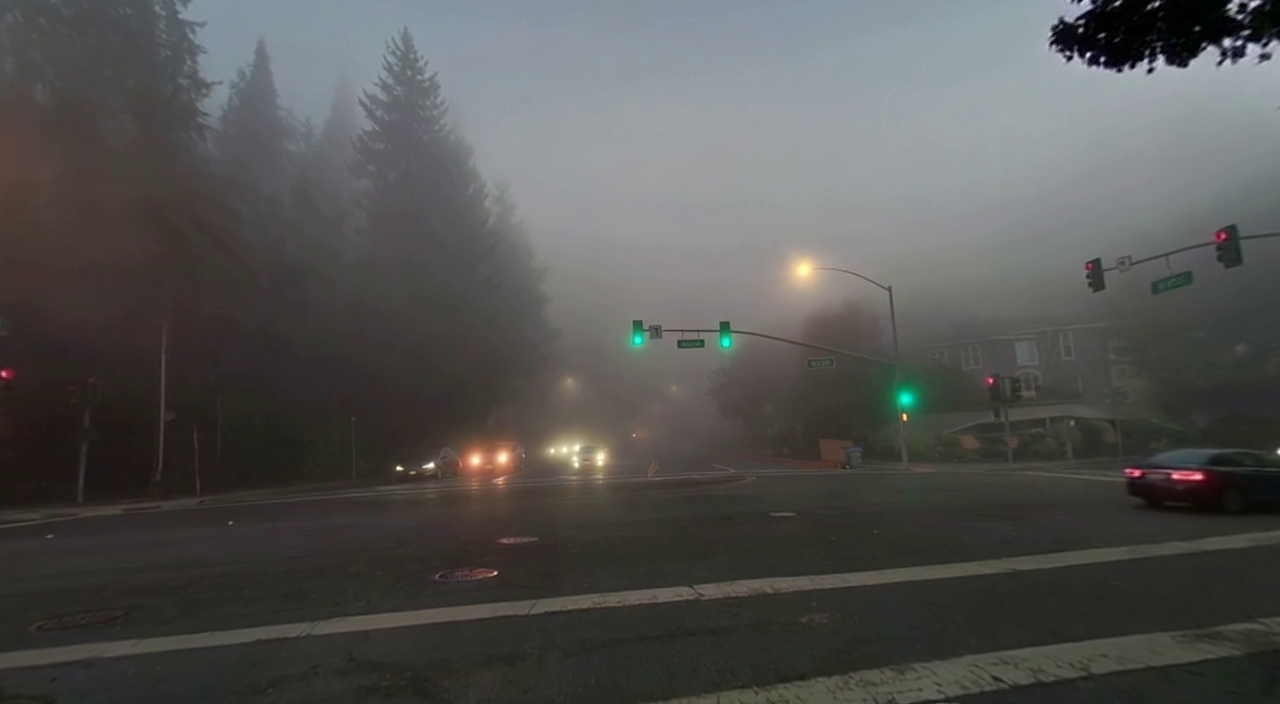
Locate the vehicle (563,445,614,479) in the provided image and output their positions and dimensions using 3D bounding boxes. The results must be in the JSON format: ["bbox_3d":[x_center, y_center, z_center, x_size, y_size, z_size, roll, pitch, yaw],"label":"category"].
[{"bbox_3d":[-2.394,5.254,30.562,2.174,1.477,4.805,0,-9,-1],"label":"vehicle"}]

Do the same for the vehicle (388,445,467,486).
[{"bbox_3d":[-10.148,5.442,30.624,2.241,1.819,4.690,0,-9,-1],"label":"vehicle"}]

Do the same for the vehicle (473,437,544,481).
[{"bbox_3d":[-6.371,5.274,31.426,2.479,1.977,5.254,0,-9,-1],"label":"vehicle"}]

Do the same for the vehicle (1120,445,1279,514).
[{"bbox_3d":[13.805,2.808,14.402,4.443,1.367,2.197,2,-9,-16],"label":"vehicle"}]
